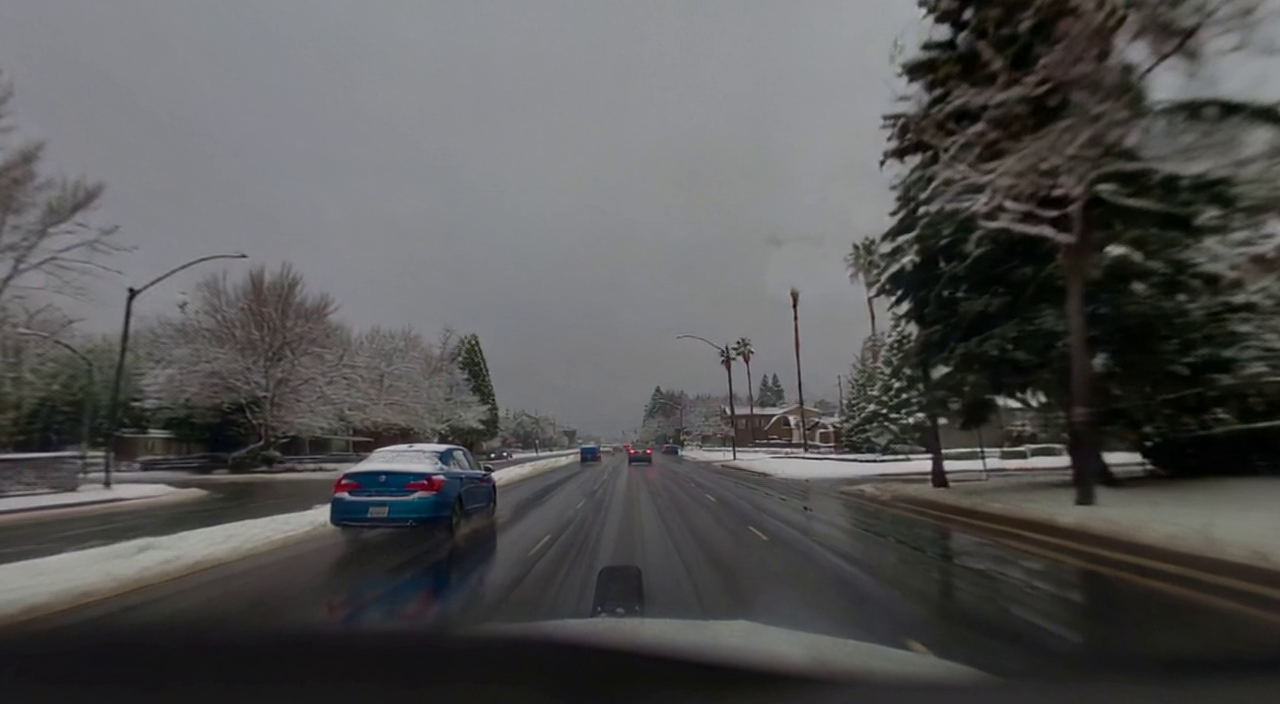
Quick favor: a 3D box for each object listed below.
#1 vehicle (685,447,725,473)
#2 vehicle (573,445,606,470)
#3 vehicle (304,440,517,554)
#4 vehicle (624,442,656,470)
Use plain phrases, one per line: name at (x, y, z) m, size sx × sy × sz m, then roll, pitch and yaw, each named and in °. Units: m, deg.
vehicle at (3.781, 6.378, 37.482) m, size 1.830 × 1.451 × 4.009 m, roll 0°, pitch -8°, yaw -2°
vehicle at (-3.407, 7.176, 43.234) m, size 2.000 × 1.569 × 3.794 m, roll 0°, pitch -8°, yaw -1°
vehicle at (-3.404, 2.215, 10.478) m, size 1.844 × 1.451 × 4.543 m, roll 0°, pitch -8°, yaw 0°
vehicle at (-0.048, 6.967, 42.575) m, size 2.043 × 1.734 × 4.253 m, roll 0°, pitch -8°, yaw -2°
